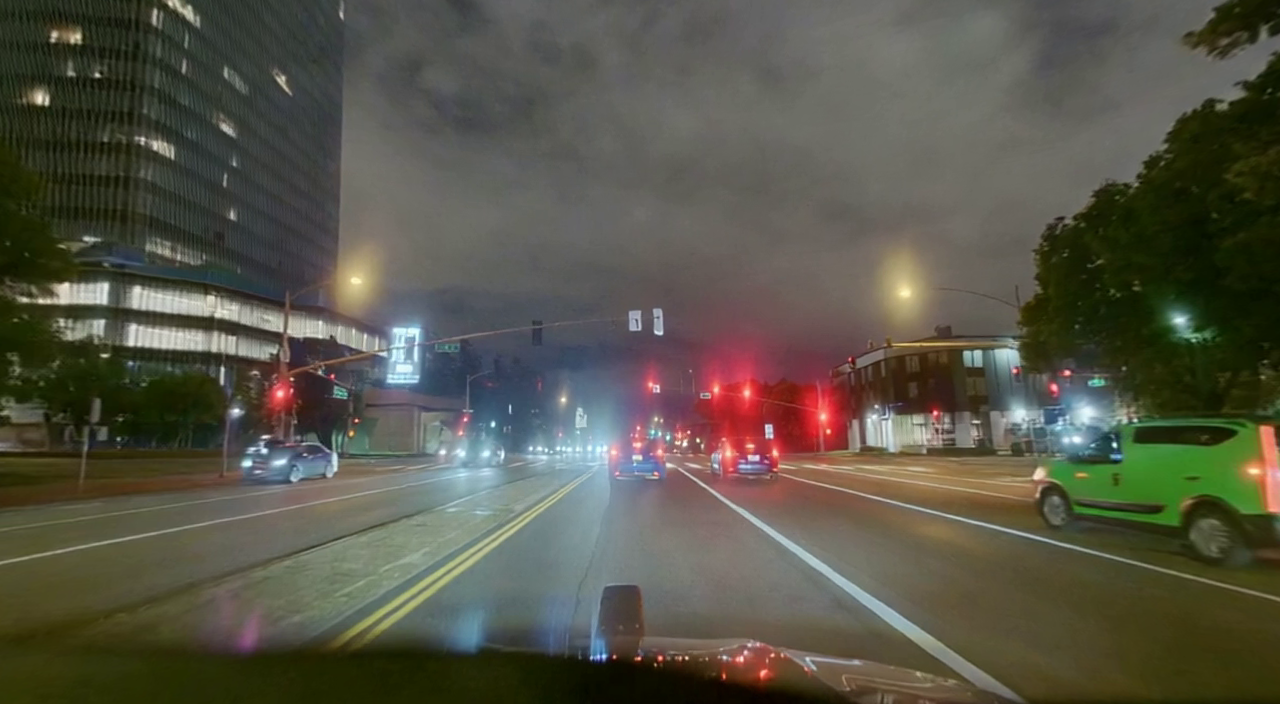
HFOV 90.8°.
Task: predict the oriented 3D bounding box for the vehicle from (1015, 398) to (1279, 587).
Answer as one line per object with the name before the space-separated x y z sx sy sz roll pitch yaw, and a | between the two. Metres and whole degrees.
vehicle | 7.167 1.608 7.759 2.177 1.774 4.743 0 -9 0

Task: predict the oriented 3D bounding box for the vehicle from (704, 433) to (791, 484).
vehicle | 3.454 3.530 21.195 2.018 1.491 4.544 0 -9 -1

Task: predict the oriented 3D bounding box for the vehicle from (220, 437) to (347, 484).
vehicle | -12.794 3.919 23.056 1.930 1.529 4.303 0 -9 3

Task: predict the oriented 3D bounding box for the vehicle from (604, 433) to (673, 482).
vehicle | -0.071 3.502 21.168 2.087 1.468 4.014 0 -9 -1

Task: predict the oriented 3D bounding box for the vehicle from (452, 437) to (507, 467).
vehicle | -8.699 5.461 34.606 1.965 1.530 3.883 0 -9 0
